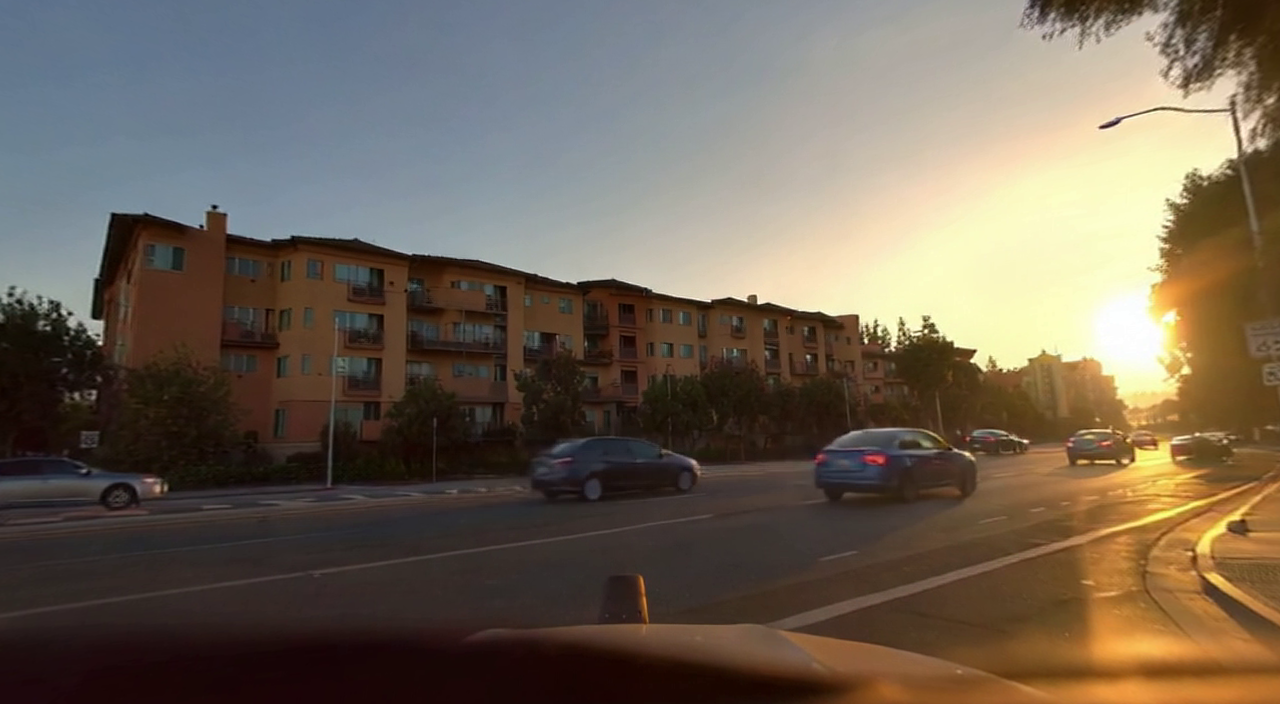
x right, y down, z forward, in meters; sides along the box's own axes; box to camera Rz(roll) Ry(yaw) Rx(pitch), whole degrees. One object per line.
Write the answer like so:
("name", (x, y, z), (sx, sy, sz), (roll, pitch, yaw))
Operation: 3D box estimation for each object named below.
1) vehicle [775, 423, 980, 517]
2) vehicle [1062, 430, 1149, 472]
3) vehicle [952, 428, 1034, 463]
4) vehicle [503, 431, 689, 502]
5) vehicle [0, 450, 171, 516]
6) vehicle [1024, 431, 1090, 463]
("vehicle", (5.299, 2.467, 13.756), (4.783, 1.652, 2.199), (8, -11, -42))
("vehicle", (20.049, 4.238, 27.110), (4.438, 1.625, 2.033), (7, -11, -42))
("vehicle", (20.793, 5.477, 36.991), (5.994, 1.898, 2.264), (7, -11, -41))
("vehicle", (-1.066, 3.035, 17.185), (4.846, 1.662, 1.989), (7, -11, -42))
("vehicle", (-14.096, 3.093, 15.125), (4.289, 1.415, 1.774), (8, -13, -43))
("vehicle", (23.083, 5.232, 34.823), (4.734, 1.633, 1.829), (7, -11, -42))
